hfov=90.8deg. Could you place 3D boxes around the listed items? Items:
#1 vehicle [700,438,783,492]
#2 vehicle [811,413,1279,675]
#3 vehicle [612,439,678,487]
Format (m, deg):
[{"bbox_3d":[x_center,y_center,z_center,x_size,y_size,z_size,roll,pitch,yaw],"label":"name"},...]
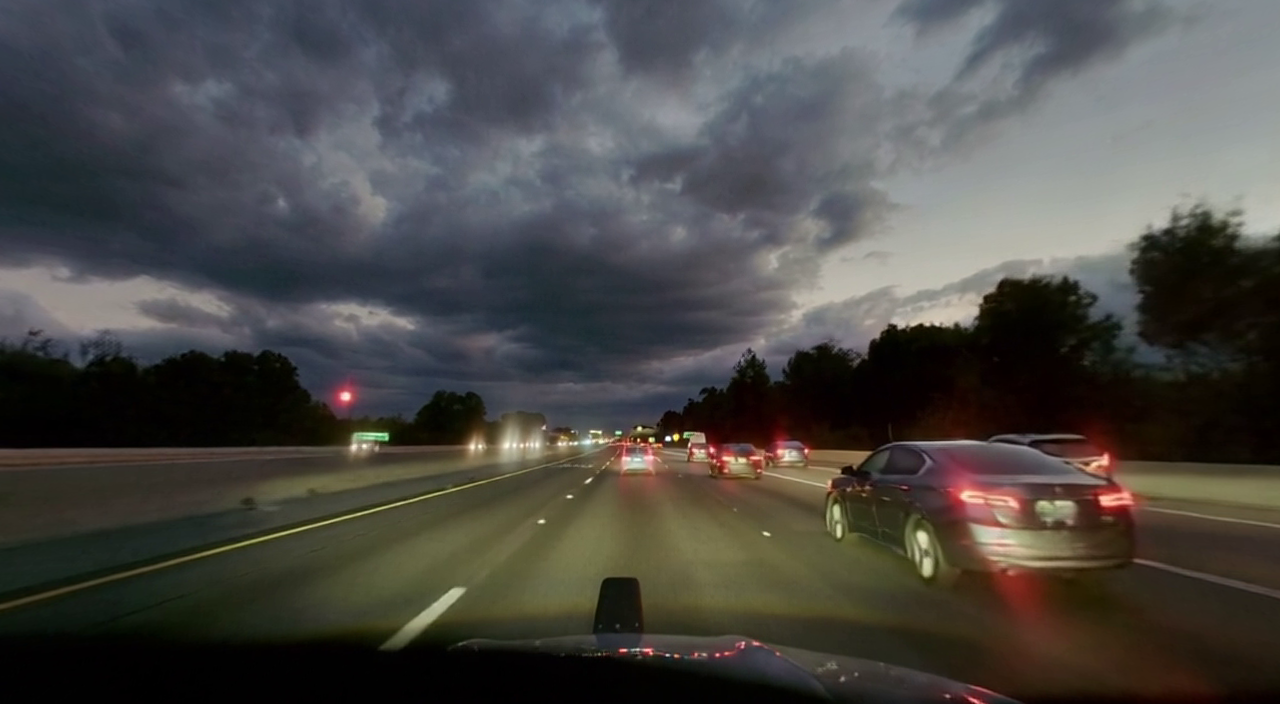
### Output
[{"bbox_3d":[3.134,3.582,20.387,1.856,1.517,4.198,0,-9,-2],"label":"vehicle"},{"bbox_3d":[3.345,1.475,6.129,1.993,1.504,4.781,0,-8,0],"label":"vehicle"},{"bbox_3d":[0.112,3.813,21.969,2.098,1.475,3.997,0,-9,-1],"label":"vehicle"}]
